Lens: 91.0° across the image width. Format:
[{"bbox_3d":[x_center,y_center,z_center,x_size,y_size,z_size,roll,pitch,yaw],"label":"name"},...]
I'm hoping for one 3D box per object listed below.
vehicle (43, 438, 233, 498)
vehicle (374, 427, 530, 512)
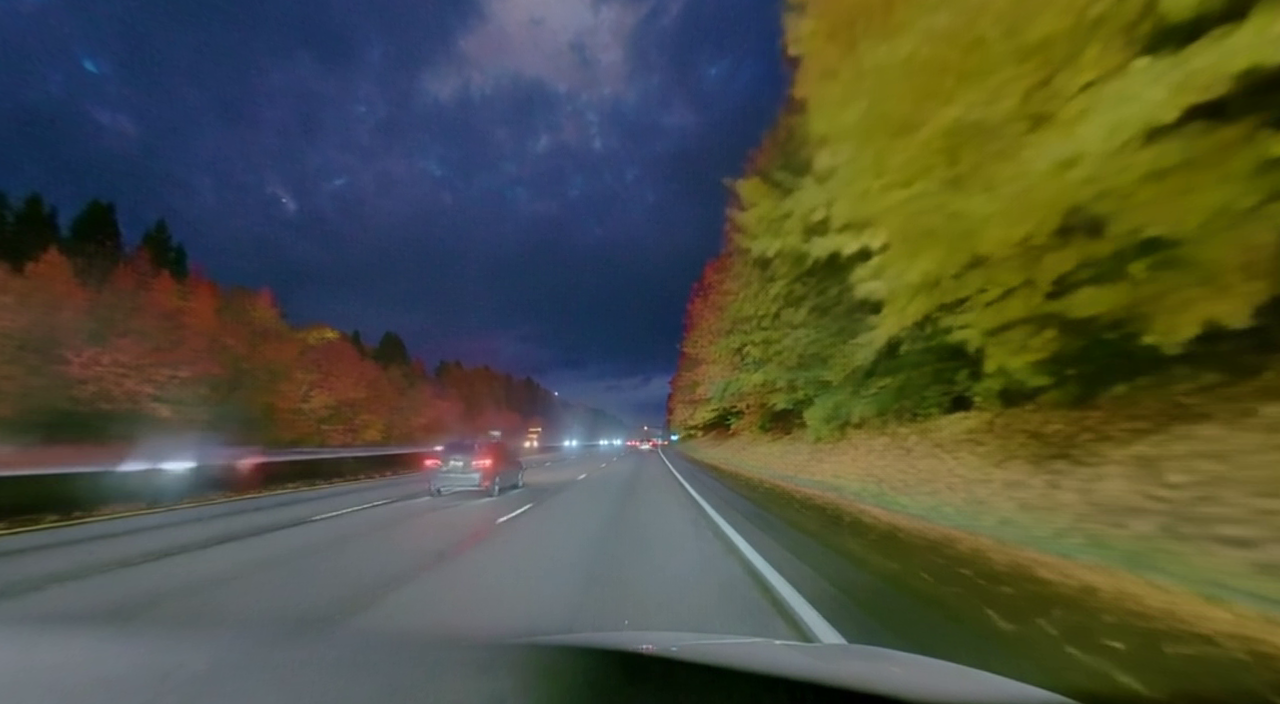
[{"bbox_3d":[-15.528,3.569,19.910,2.010,1.645,4.728,0,-8,1],"label":"vehicle"},{"bbox_3d":[-4.071,2.618,14.586,2.123,1.643,4.479,0,-8,1],"label":"vehicle"}]
